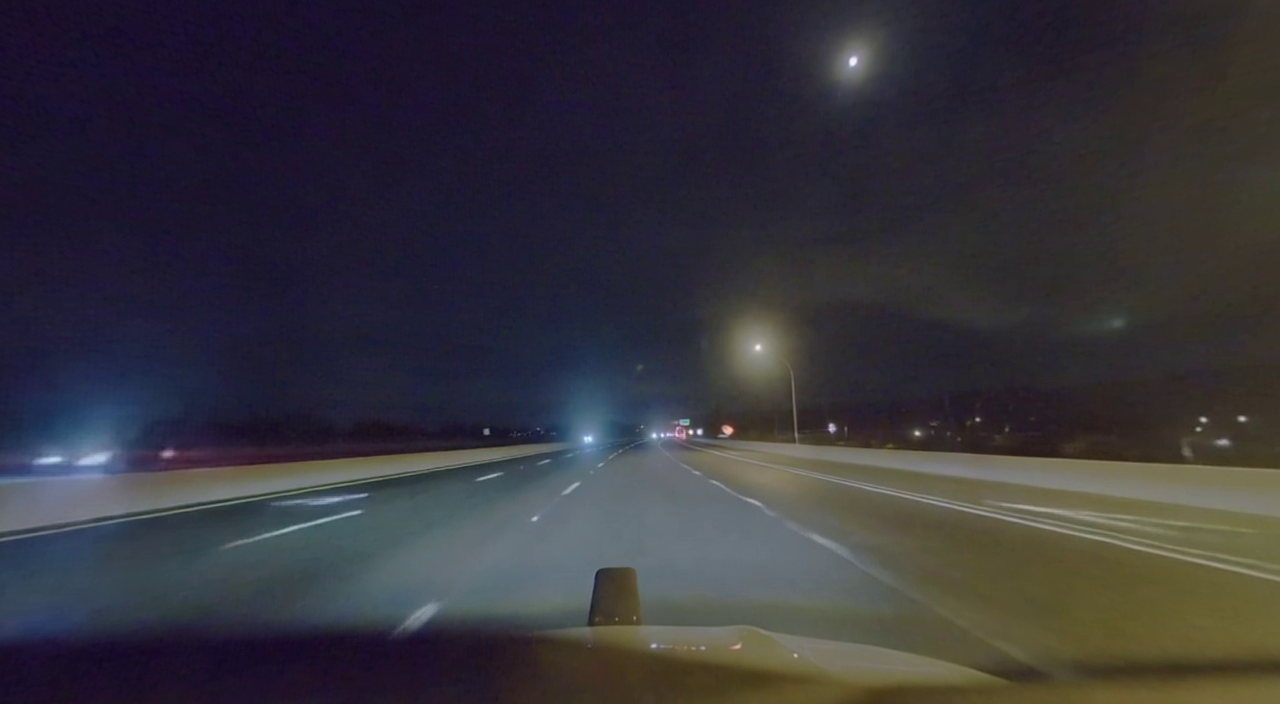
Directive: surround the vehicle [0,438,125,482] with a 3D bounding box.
[{"bbox_3d":[-22.327,4.024,23.884,1.820,1.504,4.417,0,-8,-1],"label":"vehicle"}]
